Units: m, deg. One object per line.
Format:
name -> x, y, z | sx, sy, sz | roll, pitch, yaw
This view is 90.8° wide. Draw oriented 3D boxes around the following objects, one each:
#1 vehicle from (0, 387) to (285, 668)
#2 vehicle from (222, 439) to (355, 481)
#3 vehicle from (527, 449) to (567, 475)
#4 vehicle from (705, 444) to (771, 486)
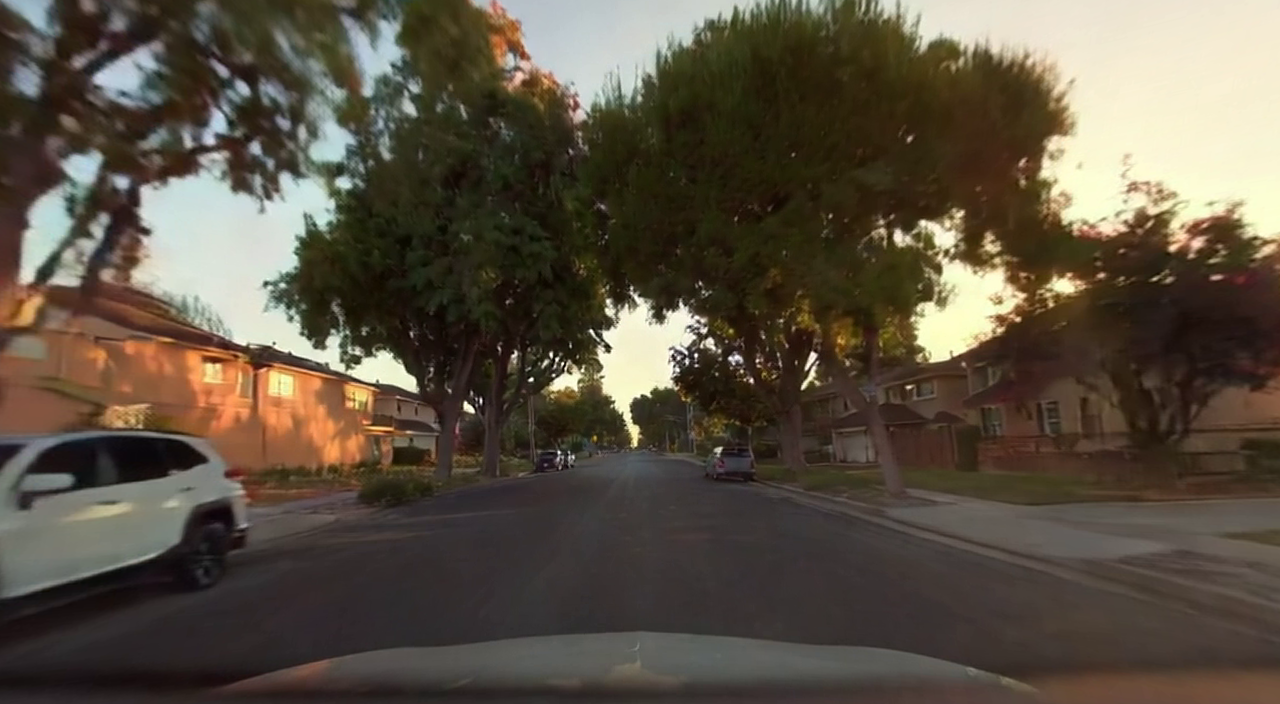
vehicle -> -5.711, 1.425, 5.637 | 2.341, 1.942, 5.044 | 0, -9, -3
vehicle -> -15.332, 4.725, 27.768 | 4.530, 1.777, 2.107 | 0, -9, -3
vehicle -> -6.077, 7.234, 41.785 | 1.944, 1.621, 4.187 | -1, -9, 1
vehicle -> 4.023, 4.715, 26.738 | 1.996, 1.585, 4.371 | 0, -9, -1
